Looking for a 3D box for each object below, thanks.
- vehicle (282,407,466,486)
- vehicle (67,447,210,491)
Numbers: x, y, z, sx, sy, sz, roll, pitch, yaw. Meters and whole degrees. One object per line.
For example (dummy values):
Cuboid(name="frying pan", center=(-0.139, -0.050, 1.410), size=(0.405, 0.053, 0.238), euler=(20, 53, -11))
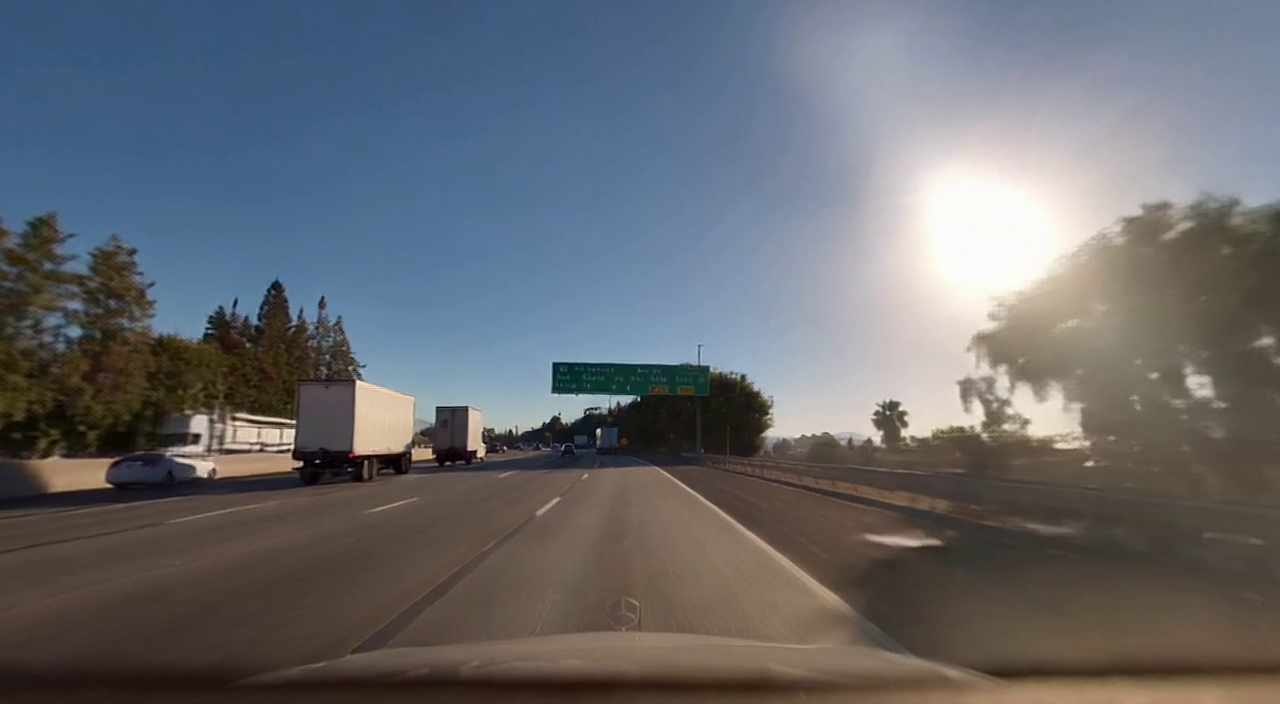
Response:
Cuboid(name="vehicle", center=(-11.152, 4.312, 29.107), size=(3.270, 2.674, 14.547), euler=(1, -8, -4))
Cuboid(name="vehicle", center=(-18.670, 4.341, 23.900), size=(1.842, 1.452, 4.612), euler=(0, -8, -3))
